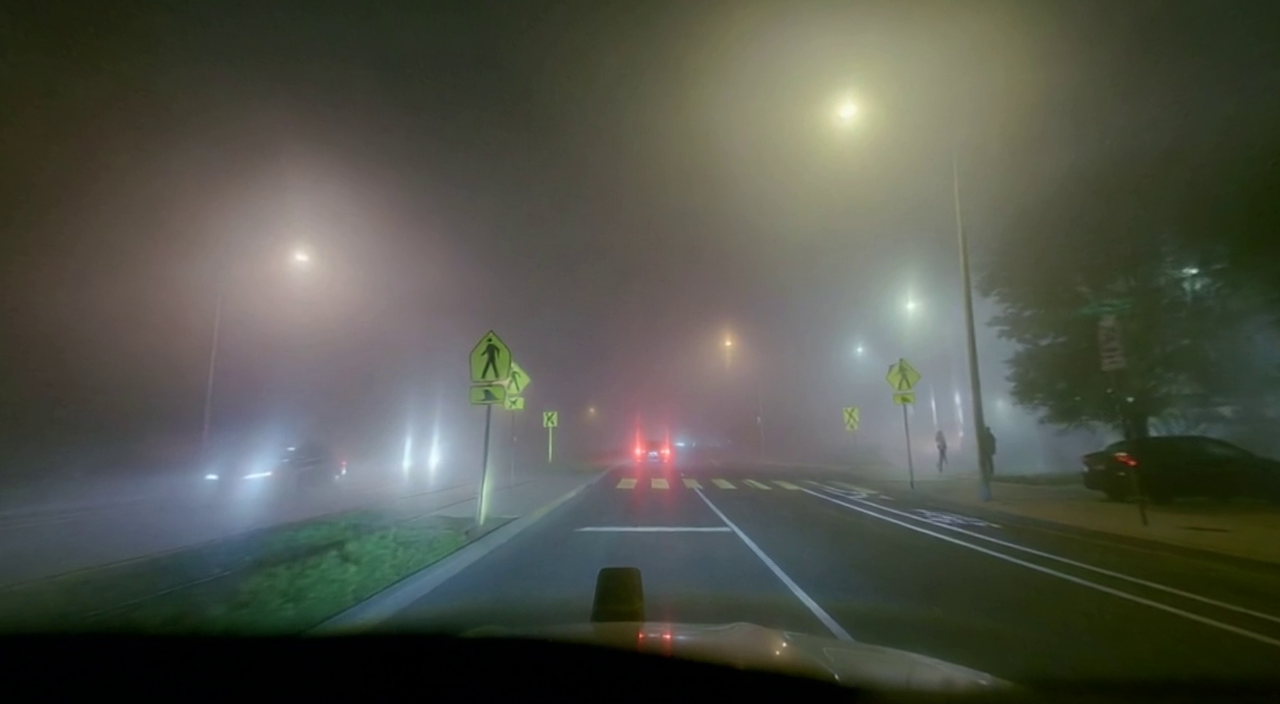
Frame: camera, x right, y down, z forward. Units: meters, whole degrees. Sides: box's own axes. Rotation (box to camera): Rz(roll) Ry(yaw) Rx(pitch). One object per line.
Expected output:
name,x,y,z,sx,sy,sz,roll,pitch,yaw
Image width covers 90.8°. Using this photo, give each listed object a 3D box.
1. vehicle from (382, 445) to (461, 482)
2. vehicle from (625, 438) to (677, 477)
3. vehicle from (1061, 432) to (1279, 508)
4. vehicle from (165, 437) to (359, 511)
vehicle,-10.160,5.210,29.767,2.197,1.606,4.034,-1,-9,2
vehicle,0.512,4.734,28.527,2.158,1.600,3.865,-1,-8,2
vehicle,11.918,2.448,13.373,4.627,1.444,1.956,0,-9,-3
vehicle,-10.462,3.396,18.174,2.162,1.767,5.368,-1,-9,1
